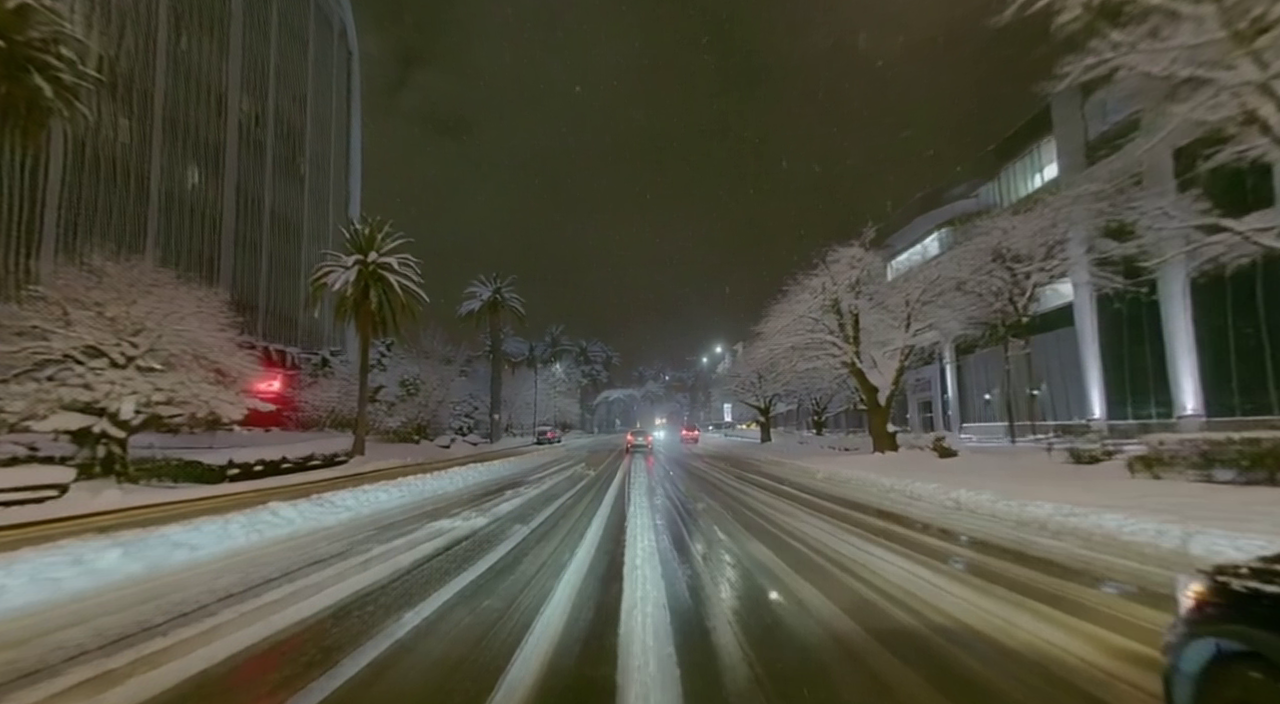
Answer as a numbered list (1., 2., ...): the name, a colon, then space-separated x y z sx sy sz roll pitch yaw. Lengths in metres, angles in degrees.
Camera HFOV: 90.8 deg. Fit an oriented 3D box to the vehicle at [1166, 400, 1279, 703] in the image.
1. vehicle: 3.223 0.641 0.330 1.990 1.476 4.491 0 -8 -1
